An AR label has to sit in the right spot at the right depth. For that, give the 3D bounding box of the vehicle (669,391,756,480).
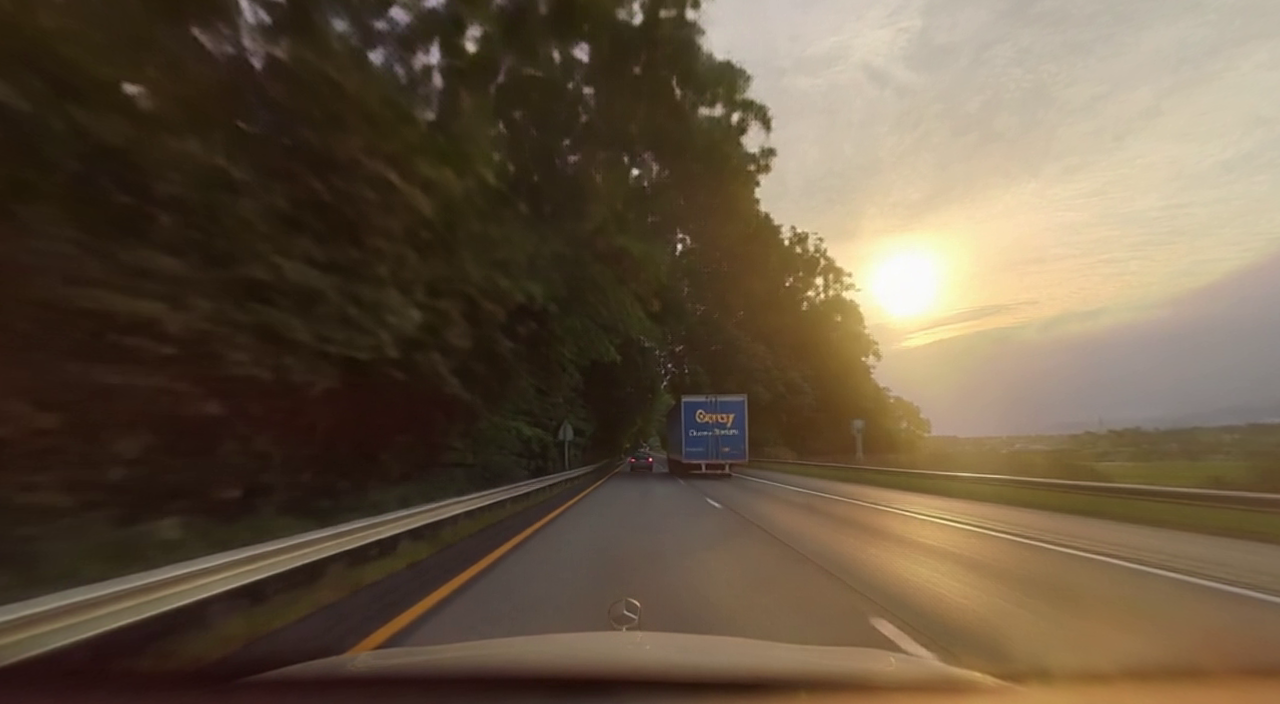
[{"bbox_3d":[3.655,4.772,35.125,3.440,4.090,11.380,-1,-9,0],"label":"vehicle"}]
